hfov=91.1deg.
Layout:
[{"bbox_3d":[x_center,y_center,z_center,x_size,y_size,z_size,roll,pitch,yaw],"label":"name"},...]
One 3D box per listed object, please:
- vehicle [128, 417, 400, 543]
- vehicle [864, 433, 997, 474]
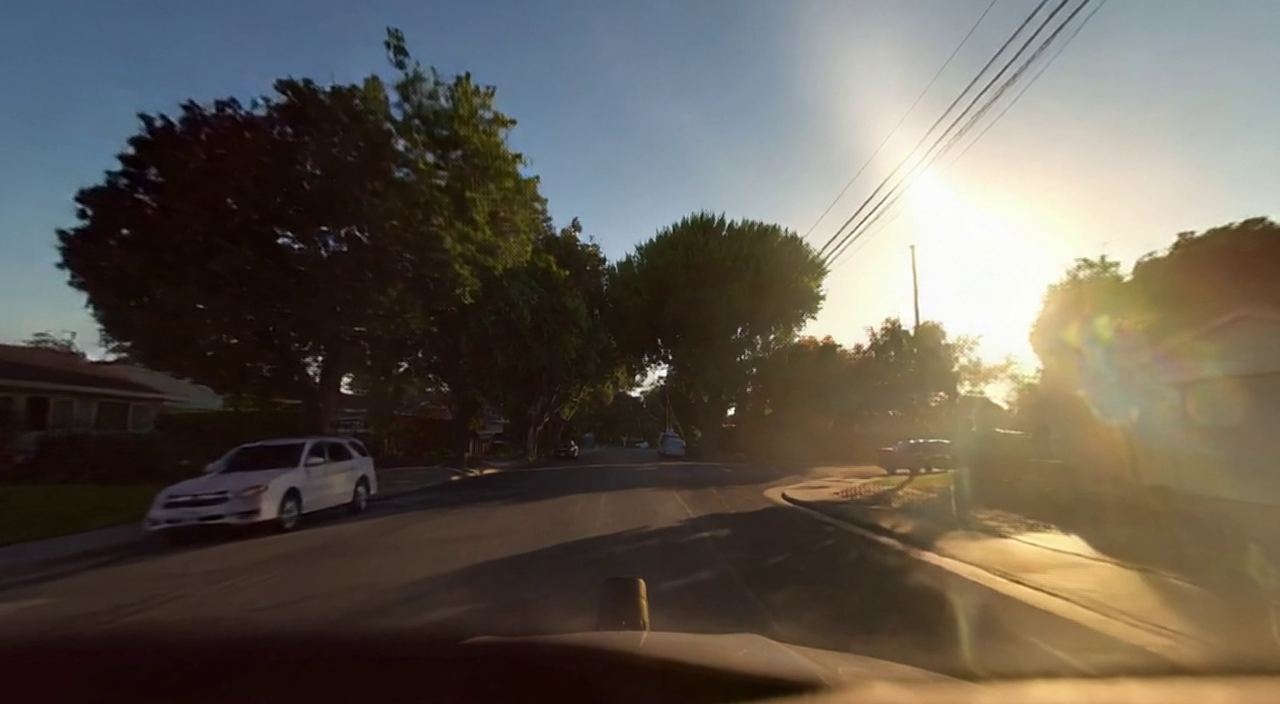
[{"bbox_3d":[-6.048,2.084,10.883,1.998,1.742,4.210,0,-8,1],"label":"vehicle"},{"bbox_3d":[12.405,4.317,26.987,4.708,1.527,2.113,0,-8,-10],"label":"vehicle"}]
